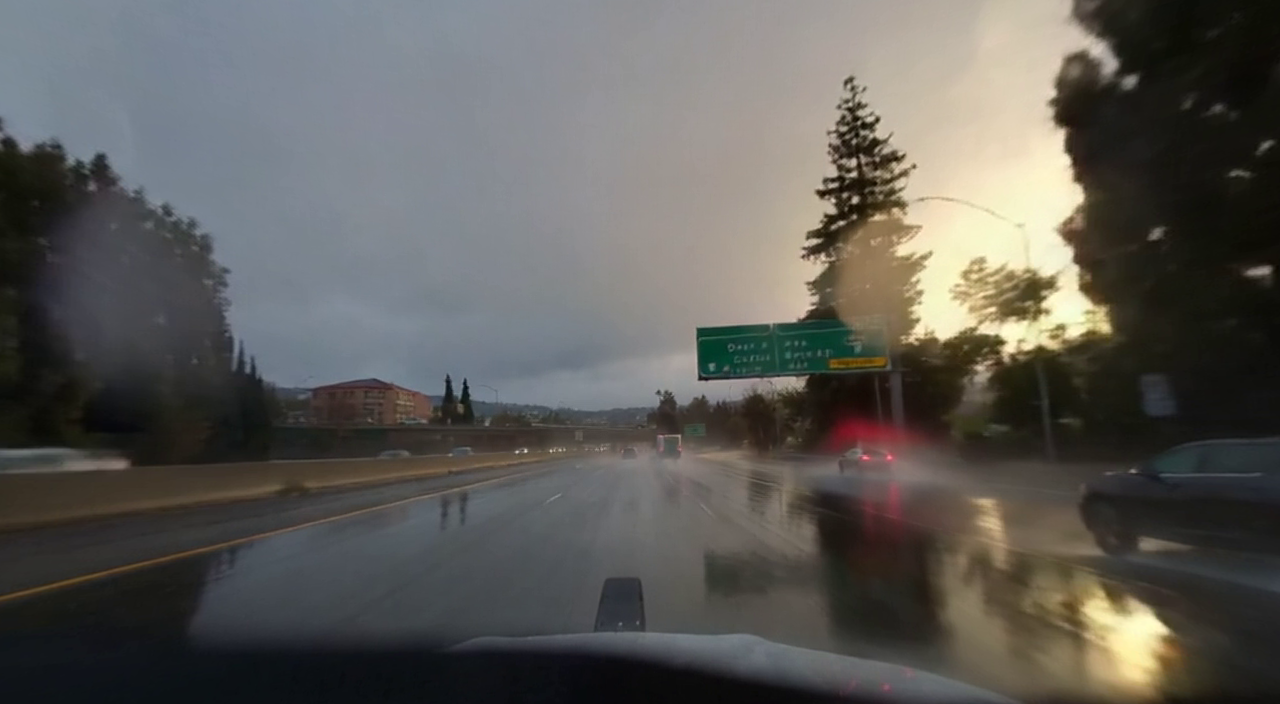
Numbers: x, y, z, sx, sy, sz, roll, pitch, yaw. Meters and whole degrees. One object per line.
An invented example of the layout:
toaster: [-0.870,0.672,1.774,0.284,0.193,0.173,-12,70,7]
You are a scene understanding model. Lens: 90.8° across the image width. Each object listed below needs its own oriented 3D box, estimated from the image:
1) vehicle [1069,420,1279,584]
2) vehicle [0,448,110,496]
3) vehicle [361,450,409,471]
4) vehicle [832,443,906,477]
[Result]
vehicle: [6.853,1.439,6.206,1.861,1.500,4.860,0,-9,0]
vehicle: [-23.349,4.505,24.084,1.864,1.680,5.079,0,-9,0]
vehicle: [-19.418,8.278,48.247,1.832,1.484,4.366,0,-9,0]
vehicle: [10.811,5.119,30.187,1.878,1.509,4.327,0,-9,0]
